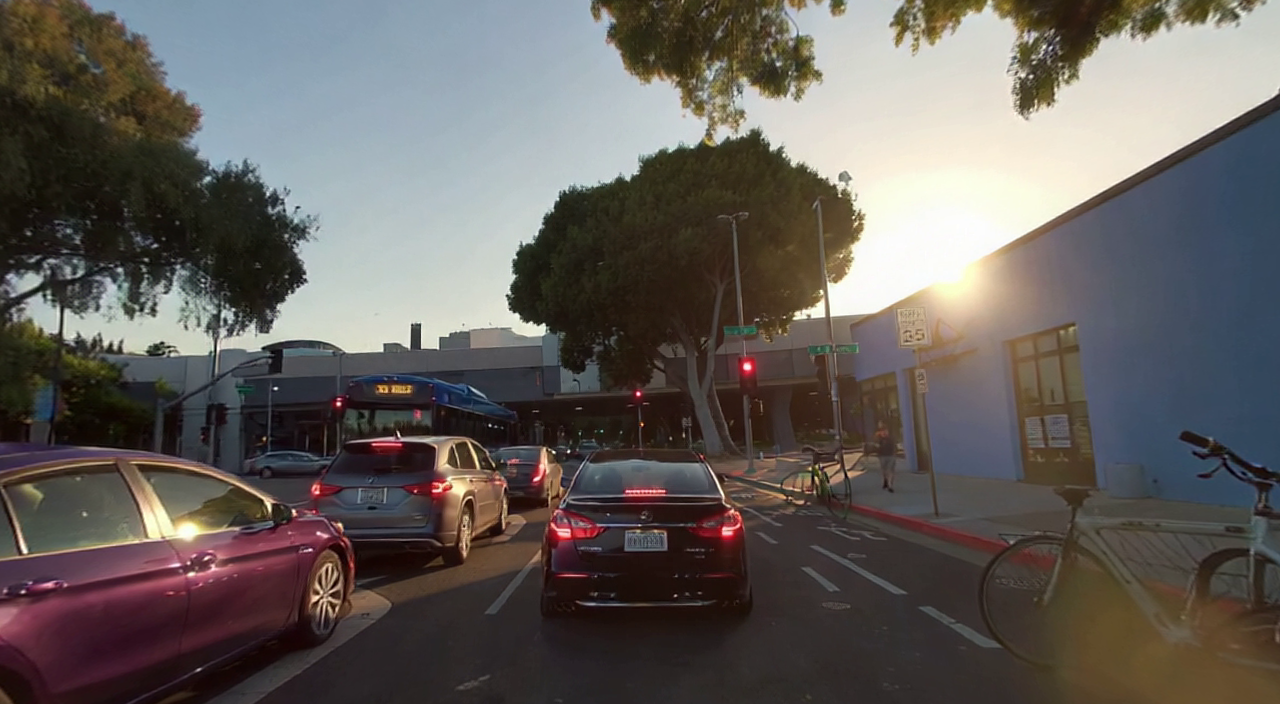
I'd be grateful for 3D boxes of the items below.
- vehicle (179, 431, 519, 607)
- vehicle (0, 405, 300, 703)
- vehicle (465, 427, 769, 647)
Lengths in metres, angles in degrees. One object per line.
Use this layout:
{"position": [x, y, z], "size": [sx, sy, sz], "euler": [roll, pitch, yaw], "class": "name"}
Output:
{"position": [-2.917, 1.749, 7.645], "size": [1.944, 1.481, 4.385], "euler": [0, -8, 1], "class": "vehicle"}
{"position": [-3.176, 0.868, 1.728], "size": [1.867, 1.486, 4.452], "euler": [0, -8, 2], "class": "vehicle"}
{"position": [-0.144, 1.523, 6.178], "size": [2.031, 1.461, 3.763], "euler": [0, -8, 0], "class": "vehicle"}
